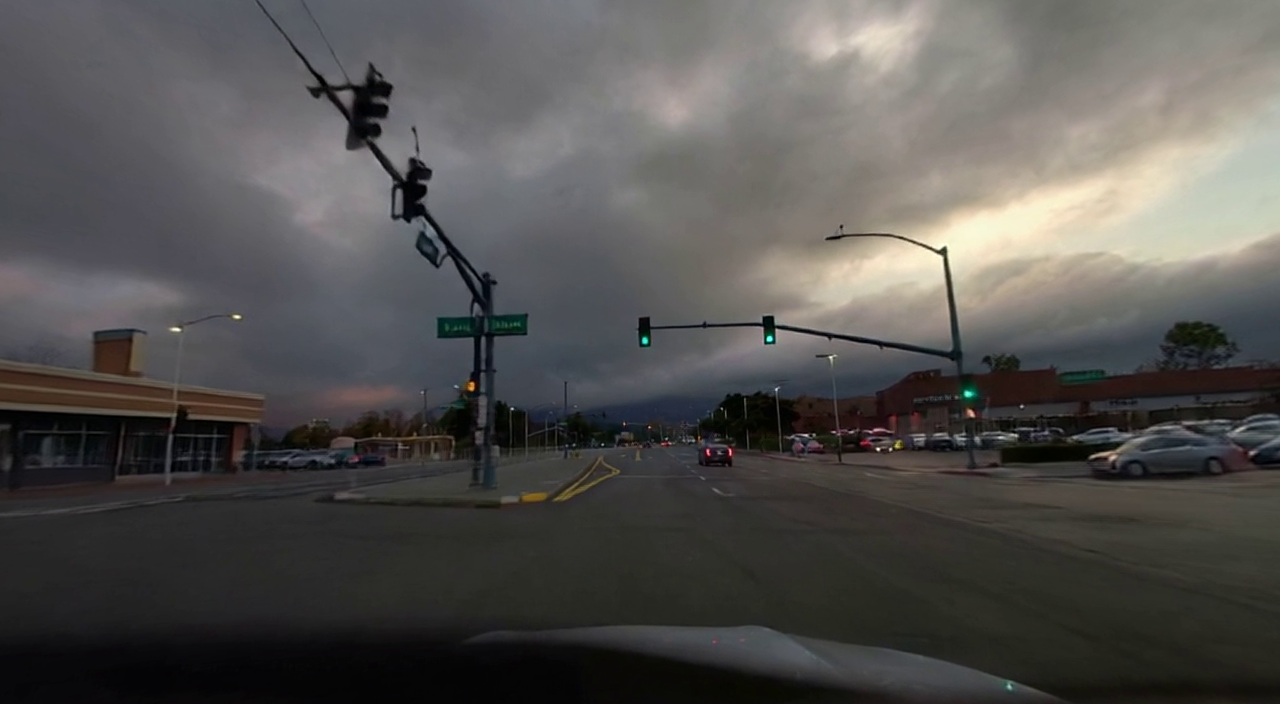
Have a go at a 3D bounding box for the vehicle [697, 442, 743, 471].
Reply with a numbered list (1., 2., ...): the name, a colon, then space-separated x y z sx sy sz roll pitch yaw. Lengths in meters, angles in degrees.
1. vehicle: 4.456 5.934 35.819 2.038 1.528 4.259 0 -9 0

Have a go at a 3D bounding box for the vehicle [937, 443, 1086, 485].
1. vehicle: 13.989 4.180 23.882 4.581 1.434 1.893 -7 -11 36

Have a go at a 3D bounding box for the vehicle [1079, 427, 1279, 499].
1. vehicle: 14.577 2.869 16.501 4.491 1.702 2.094 -2 -9 13
